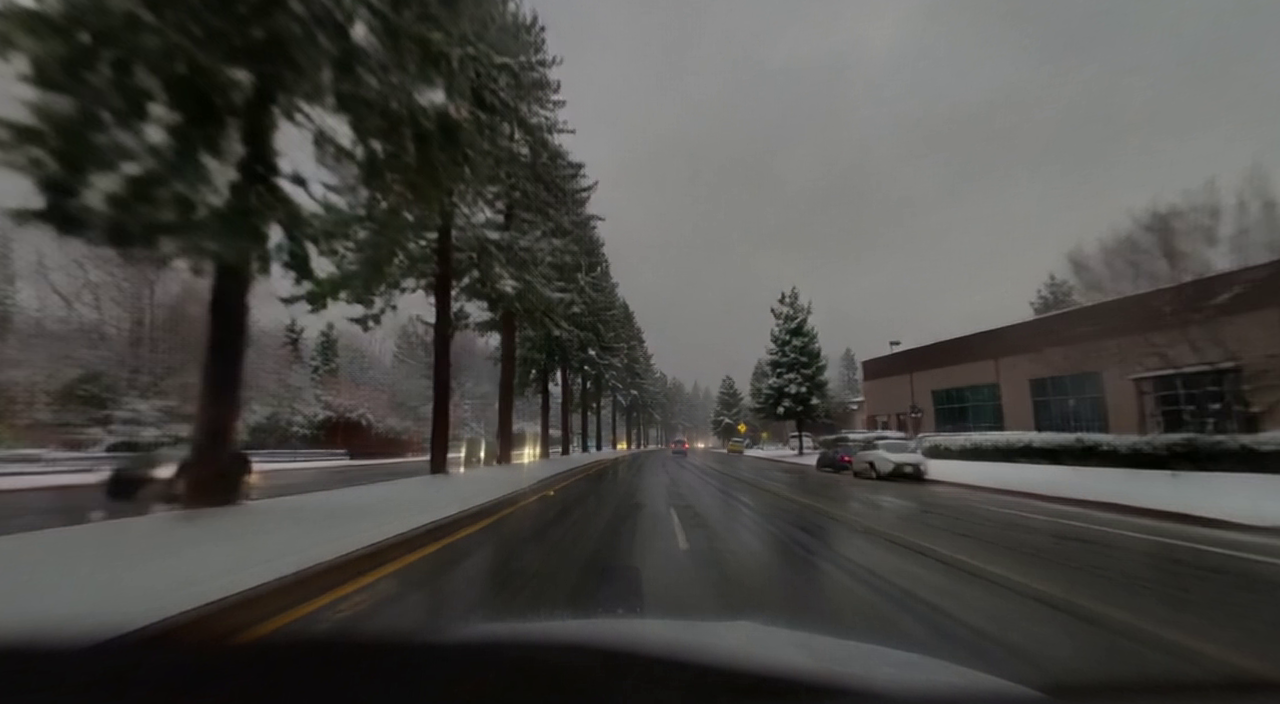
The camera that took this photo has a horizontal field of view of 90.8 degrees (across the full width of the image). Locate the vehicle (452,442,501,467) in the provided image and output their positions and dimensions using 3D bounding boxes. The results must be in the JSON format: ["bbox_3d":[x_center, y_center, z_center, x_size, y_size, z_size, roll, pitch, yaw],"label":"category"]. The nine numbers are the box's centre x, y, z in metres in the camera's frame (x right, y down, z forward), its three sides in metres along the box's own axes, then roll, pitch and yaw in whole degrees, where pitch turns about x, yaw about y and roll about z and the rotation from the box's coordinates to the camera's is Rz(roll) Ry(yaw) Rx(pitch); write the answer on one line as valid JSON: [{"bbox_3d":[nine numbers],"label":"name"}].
[{"bbox_3d":[-10.337,6.529,40.389,1.864,1.497,4.604,0,-9,1],"label":"vehicle"}]

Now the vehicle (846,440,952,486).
[{"bbox_3d":[9.051,3.913,22.574,2.022,1.449,4.706,-1,-9,3],"label":"vehicle"}]
